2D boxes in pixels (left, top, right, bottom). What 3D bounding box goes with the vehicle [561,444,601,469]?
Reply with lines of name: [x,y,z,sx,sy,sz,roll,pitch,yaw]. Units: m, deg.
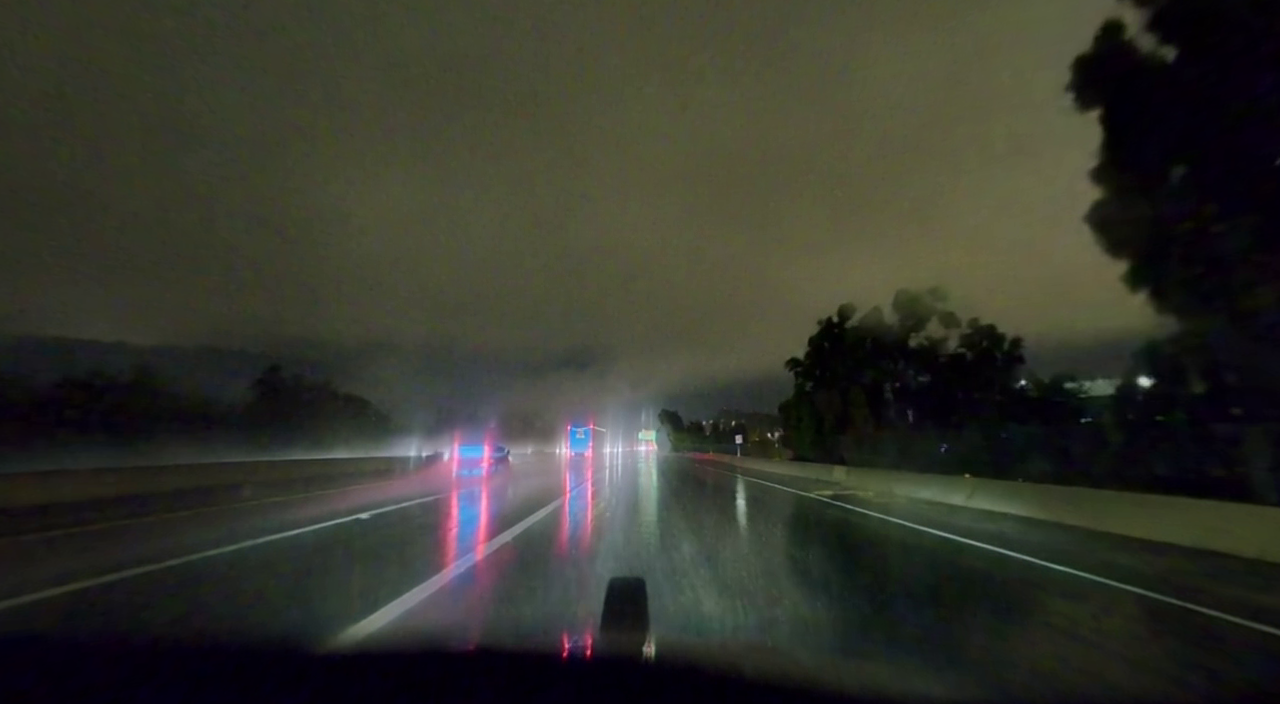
vehicle: [-3.800,6.860,41.570,2.184,1.554,4.350,0,-8,1]

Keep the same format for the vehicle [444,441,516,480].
vehicle: [-7.156,4.877,28.693,2.075,1.646,4.405,0,-8,0]
